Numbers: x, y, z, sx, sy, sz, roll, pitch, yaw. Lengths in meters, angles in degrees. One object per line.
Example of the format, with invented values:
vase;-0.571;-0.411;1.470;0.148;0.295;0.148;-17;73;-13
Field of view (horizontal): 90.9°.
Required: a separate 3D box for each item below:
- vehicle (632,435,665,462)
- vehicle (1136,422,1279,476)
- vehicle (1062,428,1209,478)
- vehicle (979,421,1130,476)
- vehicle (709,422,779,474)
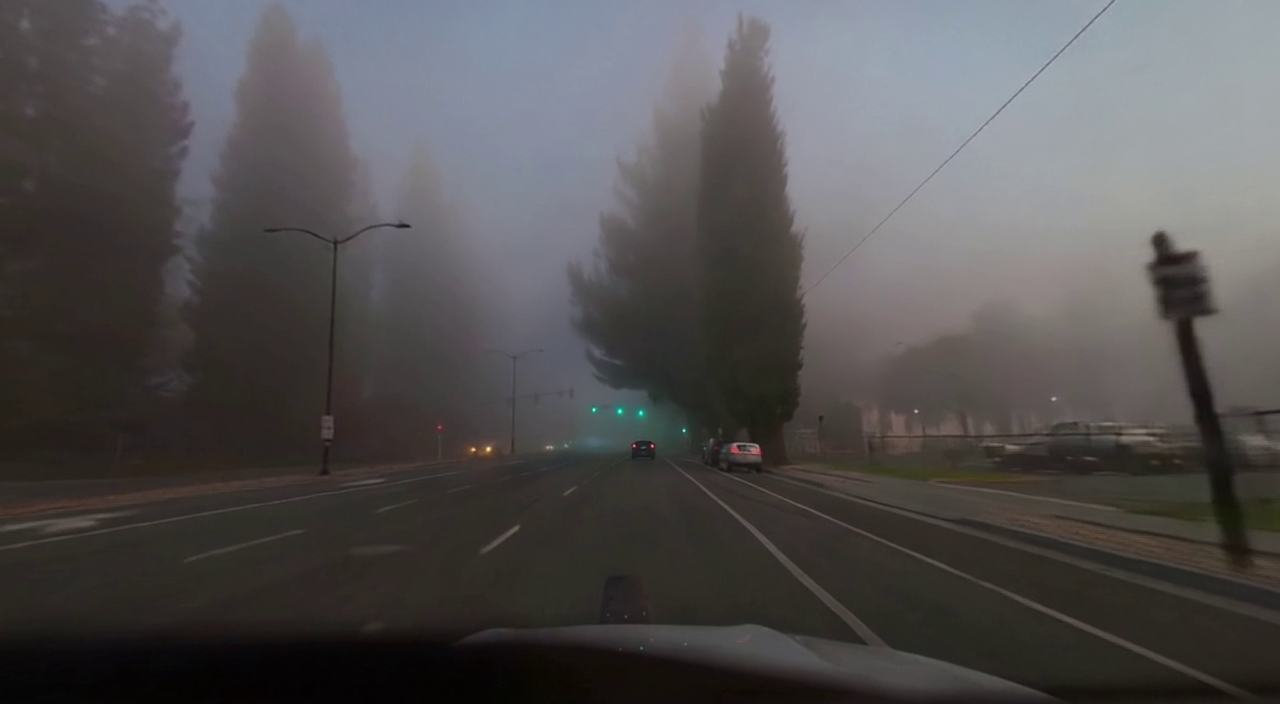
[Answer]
vehicle;0.606;6.610;43.480;2.169;1.751;4.276;0;-8;1
vehicle;20.074;3.356;22.225;1.885;1.712;4.208;0;-7;3
vehicle;17.350;3.504;22.354;2.049;1.475;3.863;-3;-7;0
vehicle;14.522;3.431;22.529;2.069;1.747;4.822;0;-8;-1
vehicle;4.589;4.391;28.975;2.162;2.080;6.515;0;-8;1
